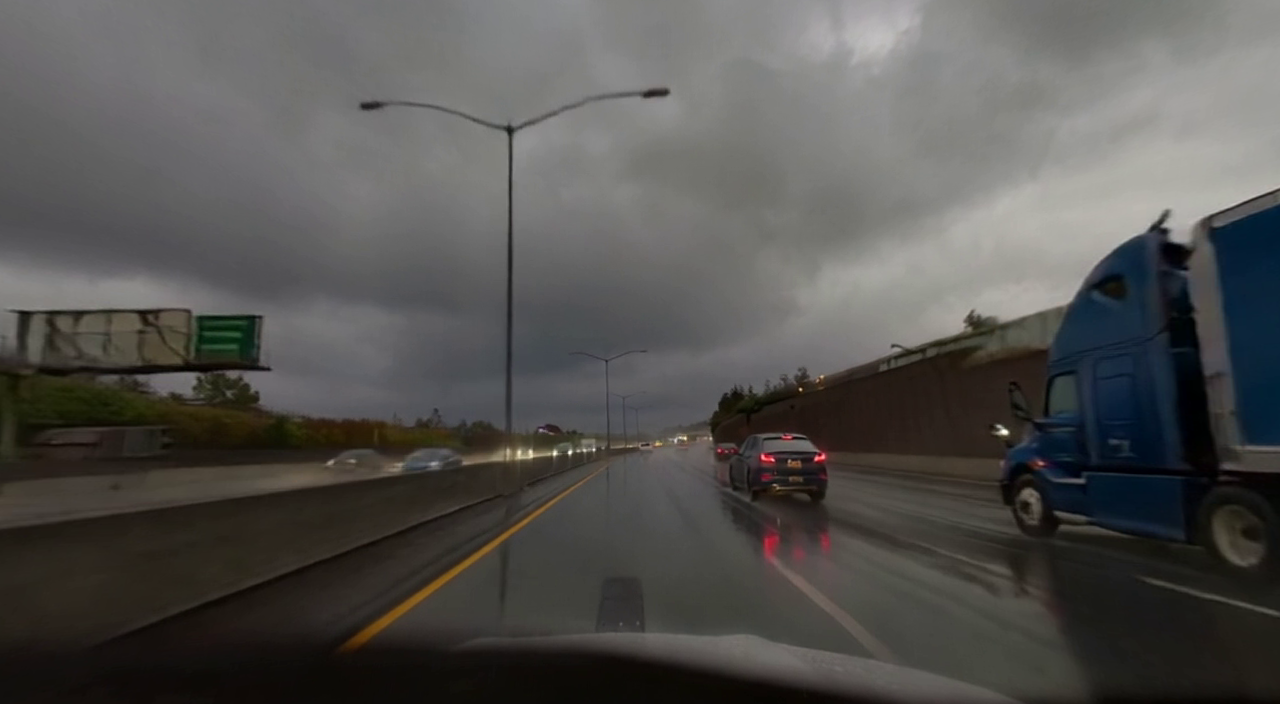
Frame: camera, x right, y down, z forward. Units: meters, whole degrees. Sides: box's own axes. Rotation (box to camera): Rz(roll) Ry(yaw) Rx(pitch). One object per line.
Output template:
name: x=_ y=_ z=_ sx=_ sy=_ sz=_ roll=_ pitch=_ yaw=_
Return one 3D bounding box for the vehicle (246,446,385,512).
vehicle: x=-7.640 y=2.981 z=15.227 sx=1.554 sy=1.386 sz=3.320 roll=0 pitch=-8 yaw=0

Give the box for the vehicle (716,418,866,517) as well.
vehicle: x=2.916 y=2.350 z=13.321 sx=1.973 sy=1.710 sz=4.476 roll=0 pitch=-8 yaw=-1

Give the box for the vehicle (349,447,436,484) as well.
vehicle: x=-10.967 y=5.044 z=28.360 sx=2.140 sy=1.485 sz=4.360 roll=0 pitch=-9 yaw=0

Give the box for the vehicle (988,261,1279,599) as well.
vehicle: x=7.118 y=0.876 z=6.855 sx=3.054 sy=2.924 sz=6.178 roll=0 pitch=-9 yaw=0
